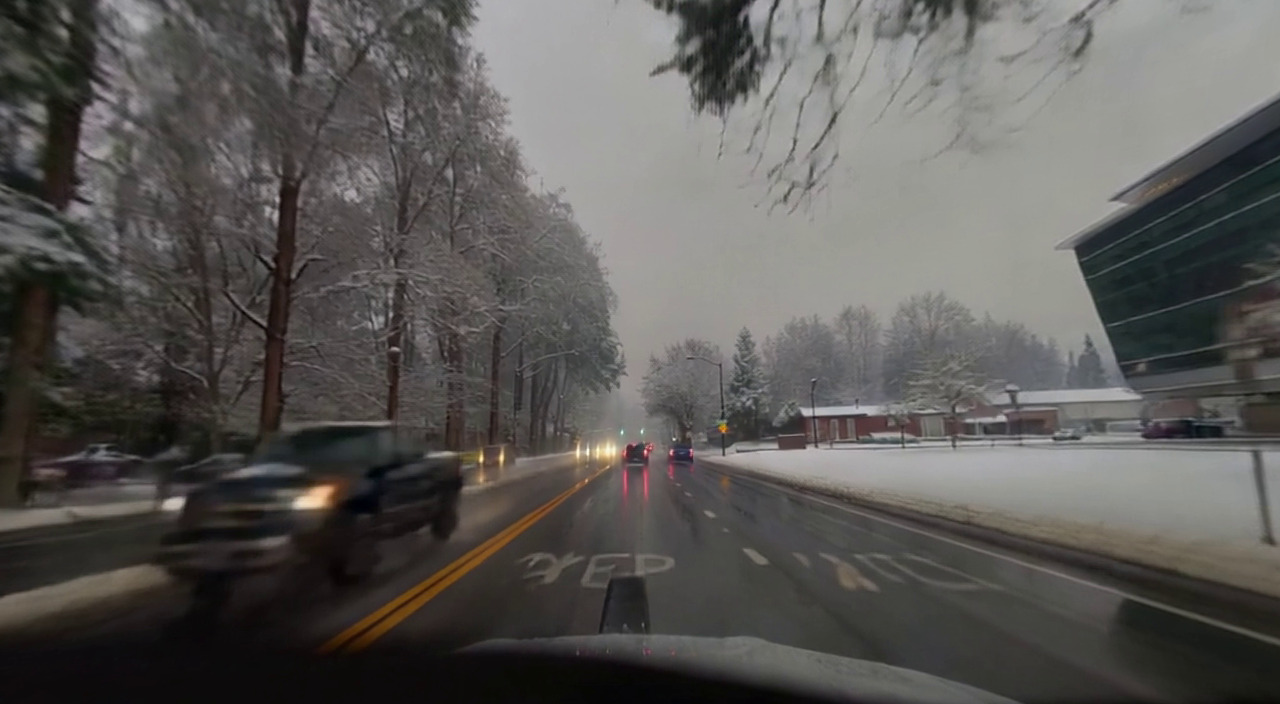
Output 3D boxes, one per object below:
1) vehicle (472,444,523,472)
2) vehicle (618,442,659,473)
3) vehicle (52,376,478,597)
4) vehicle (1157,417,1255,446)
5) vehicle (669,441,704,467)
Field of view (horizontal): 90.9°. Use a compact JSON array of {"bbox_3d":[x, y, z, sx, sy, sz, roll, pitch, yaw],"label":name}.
[{"bbox_3d":[-9.536,7.147,42.615,2.064,1.722,5.226,0,-9,1],"label":"vehicle"},{"bbox_3d":[-0.044,5.780,34.749,2.109,1.612,3.963,0,-9,1],"label":"vehicle"},{"bbox_3d":[-3.988,1.567,8.226,2.301,1.946,5.199,0,-9,0],"label":"vehicle"},{"bbox_3d":[36.926,5.215,41.227,4.343,1.714,1.983,-2,-8,2],"label":"vehicle"},{"bbox_3d":[3.313,7.442,46.016,2.189,1.766,4.495,0,-9,0],"label":"vehicle"}]
